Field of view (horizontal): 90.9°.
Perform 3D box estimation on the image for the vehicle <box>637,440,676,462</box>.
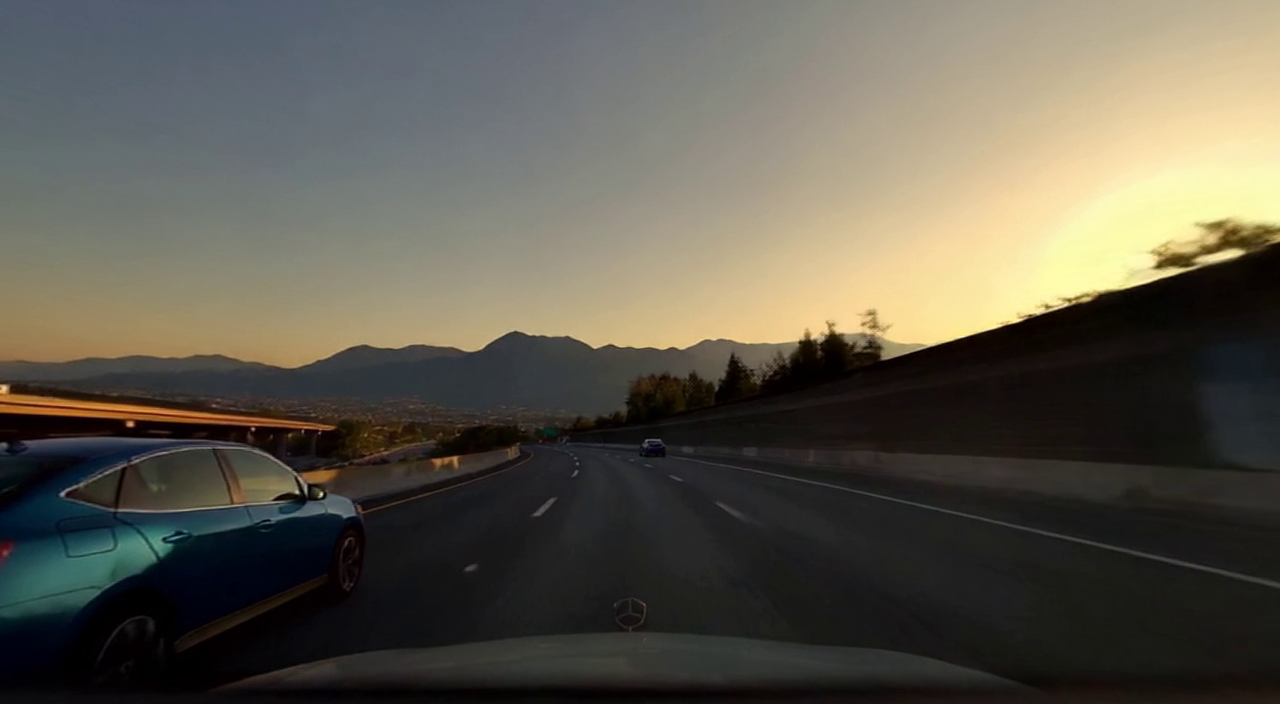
[{"bbox_3d":[1.072,6.821,43.664,1.985,1.440,4.466,1,-9,-8],"label":"vehicle"}]
